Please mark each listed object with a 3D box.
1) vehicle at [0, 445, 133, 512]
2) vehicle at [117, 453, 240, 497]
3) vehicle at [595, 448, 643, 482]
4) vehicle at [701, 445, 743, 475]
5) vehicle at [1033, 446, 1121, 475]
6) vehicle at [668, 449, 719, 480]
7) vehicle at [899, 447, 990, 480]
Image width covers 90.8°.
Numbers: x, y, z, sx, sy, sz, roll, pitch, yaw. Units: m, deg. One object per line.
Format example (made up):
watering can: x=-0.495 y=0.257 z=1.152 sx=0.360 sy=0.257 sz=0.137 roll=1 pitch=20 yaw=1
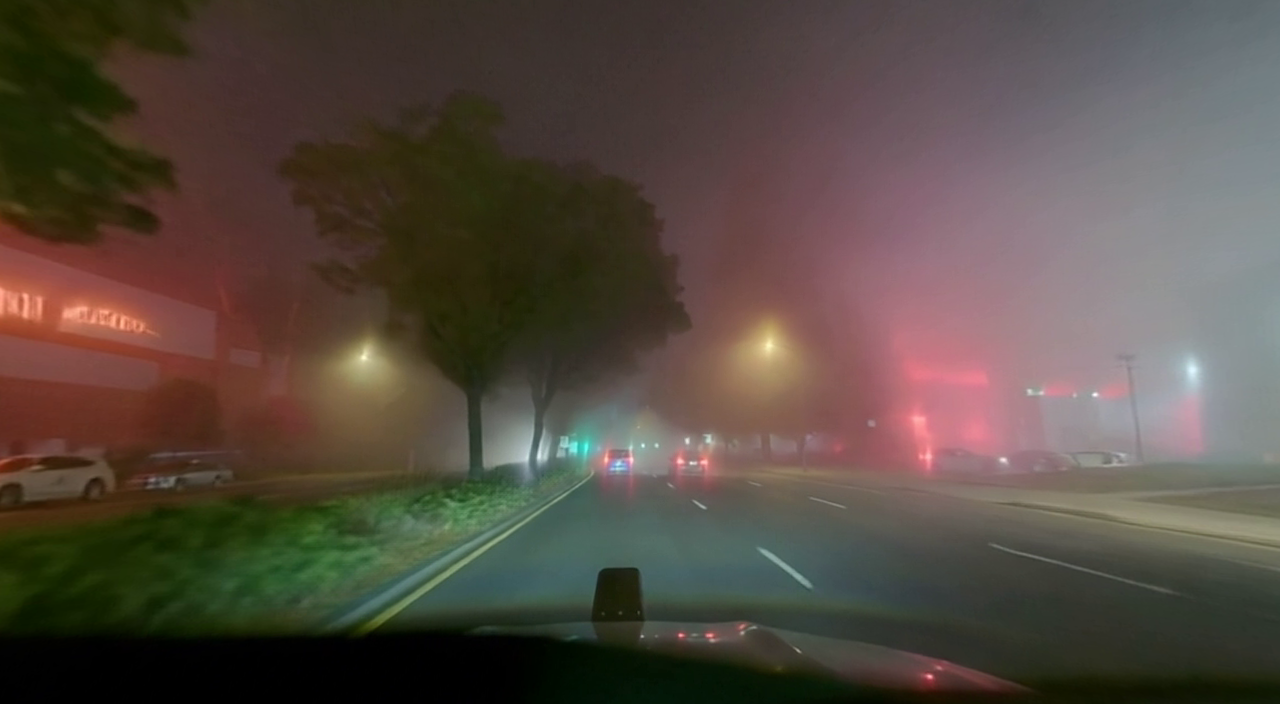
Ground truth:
vehicle: x=-19.482 y=3.933 z=19.972 sx=2.241 sy=1.891 sz=5.637 roll=0 pitch=-9 yaw=-1
vehicle: x=-19.743 y=5.262 z=27.354 sx=2.019 sy=1.687 sz=4.484 roll=0 pitch=-9 yaw=-2
vehicle: x=-1.024 y=5.299 z=29.898 sx=2.101 sy=1.444 sz=4.248 roll=0 pitch=-9 yaw=-2
vehicle: x=5.698 y=7.598 z=44.559 sx=2.052 sy=1.990 sz=4.736 roll=0 pitch=-9 yaw=-3
vehicle: x=31.845 y=7.927 z=46.230 sx=1.956 sy=1.955 sz=4.773 roll=4 pitch=-10 yaw=-27
vehicle: x=2.697 y=5.826 z=32.944 sx=1.993 sy=1.477 sz=4.240 roll=0 pitch=-9 yaw=-4
vehicle: x=19.846 y=7.279 z=41.461 sx=2.150 sy=1.966 sz=5.027 roll=4 pitch=-10 yaw=-23
